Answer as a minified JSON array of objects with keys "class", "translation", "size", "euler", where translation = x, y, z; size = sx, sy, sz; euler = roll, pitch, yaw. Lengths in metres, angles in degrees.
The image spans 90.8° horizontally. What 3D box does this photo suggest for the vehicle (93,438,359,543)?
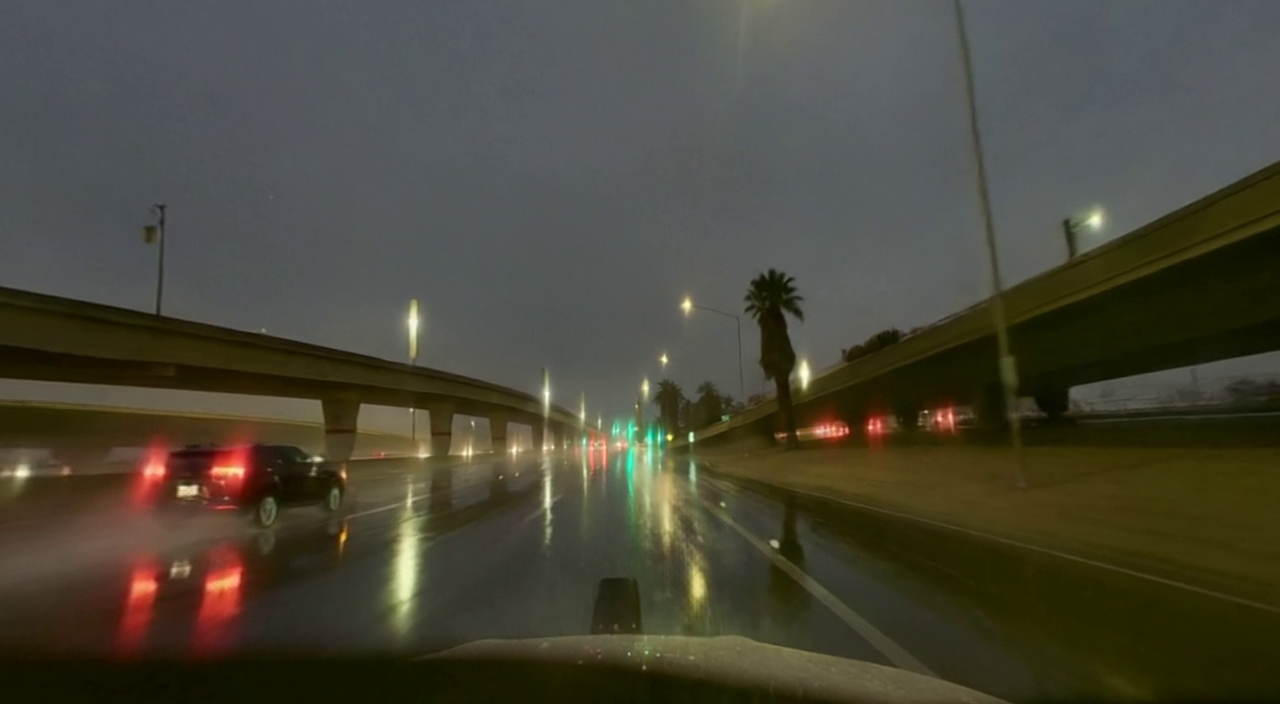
[{"class":"vehicle","translation":[-6.986,2.333,11.374],"size":[1.914,1.503,4.268],"euler":[0,-8,-1]}]
